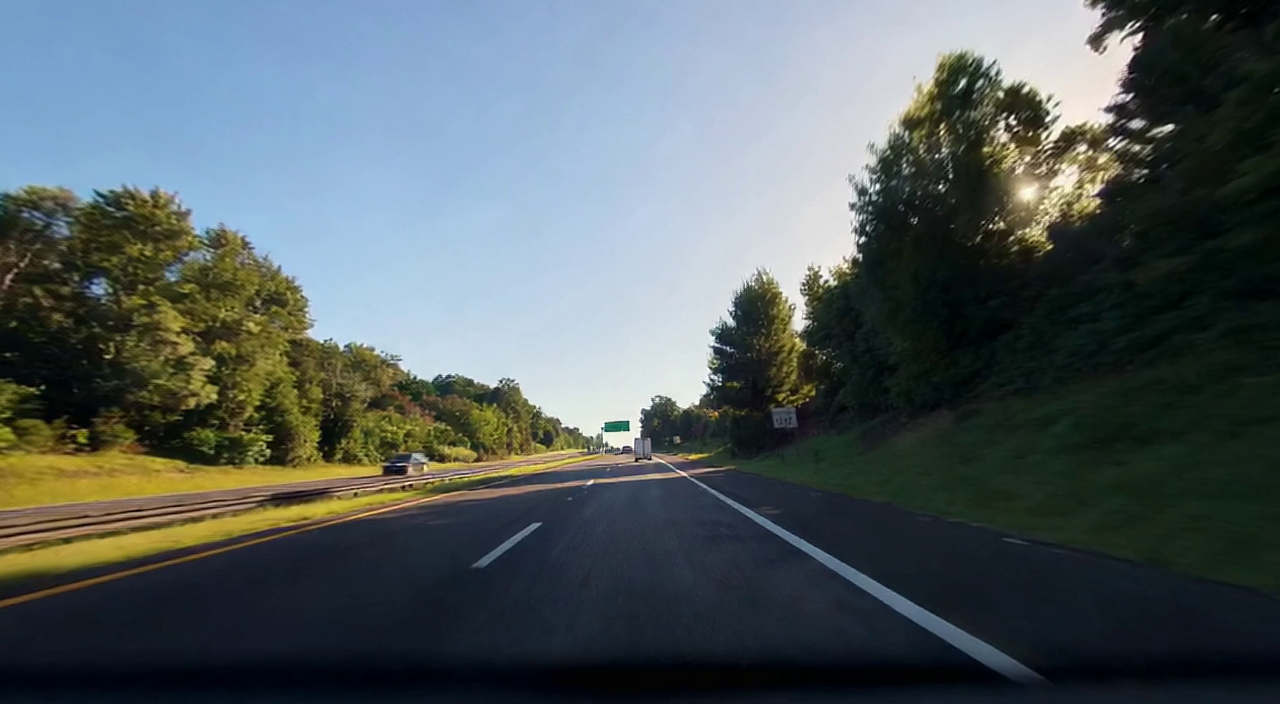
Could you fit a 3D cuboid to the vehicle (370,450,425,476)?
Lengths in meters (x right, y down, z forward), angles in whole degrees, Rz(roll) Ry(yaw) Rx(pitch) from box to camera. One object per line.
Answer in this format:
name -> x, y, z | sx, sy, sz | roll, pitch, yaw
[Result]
vehicle -> -16.700, 7.633, 43.717 | 2.046, 1.696, 4.361 | 0, -9, 0
